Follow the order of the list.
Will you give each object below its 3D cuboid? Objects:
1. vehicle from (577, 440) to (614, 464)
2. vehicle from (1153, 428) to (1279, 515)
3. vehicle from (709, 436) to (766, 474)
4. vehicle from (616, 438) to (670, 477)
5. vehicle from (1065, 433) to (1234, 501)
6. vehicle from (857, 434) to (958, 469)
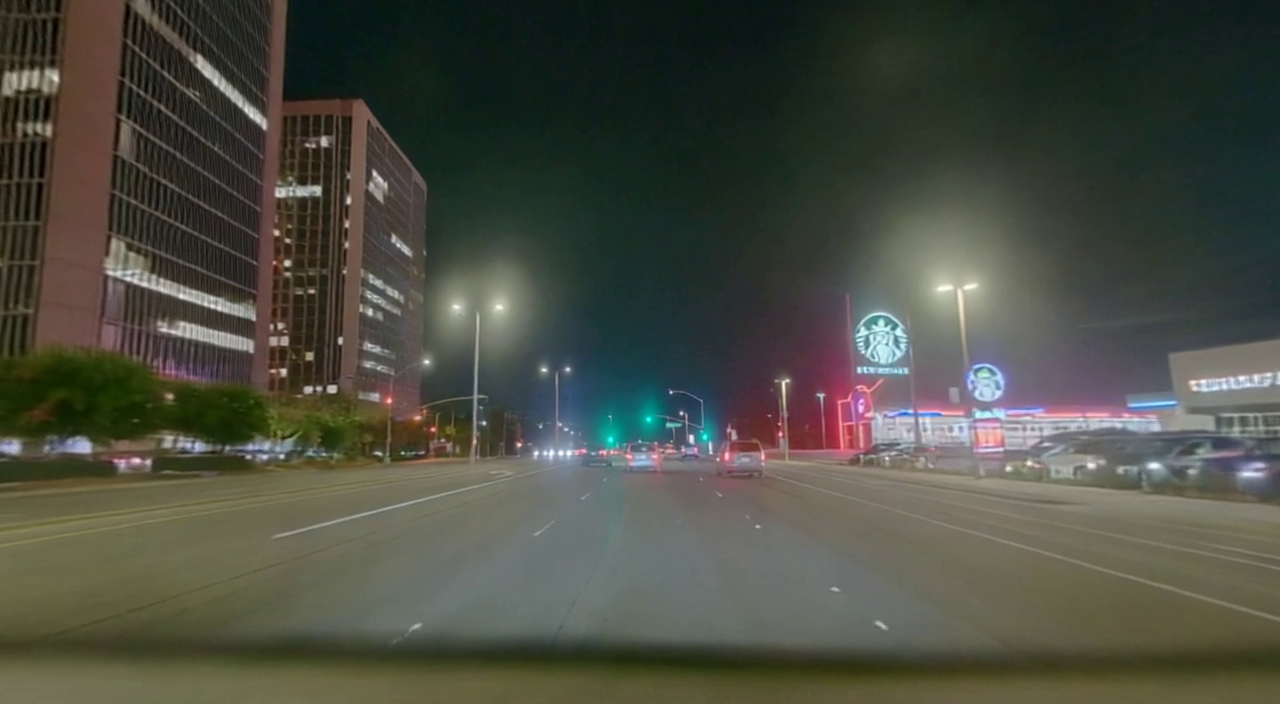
[{"bbox_3d":[-2.955,6.733,42.477,2.029,1.482,4.591,-1,-8,2],"label":"vehicle"},{"bbox_3d":[14.013,2.610,14.233,4.288,1.695,2.014,4,-9,-27],"label":"vehicle"},{"bbox_3d":[4.590,4.908,30.256,2.007,1.683,4.171,0,-8,-1],"label":"vehicle"},{"bbox_3d":[0.152,4.327,26.046,2.059,1.477,3.988,0,-8,1],"label":"vehicle"},{"bbox_3d":[13.991,3.083,17.294,4.232,1.627,2.054,5,-10,-29],"label":"vehicle"},{"bbox_3d":[15.174,5.652,35.952,4.775,1.728,1.996,-2,-9,0],"label":"vehicle"}]
